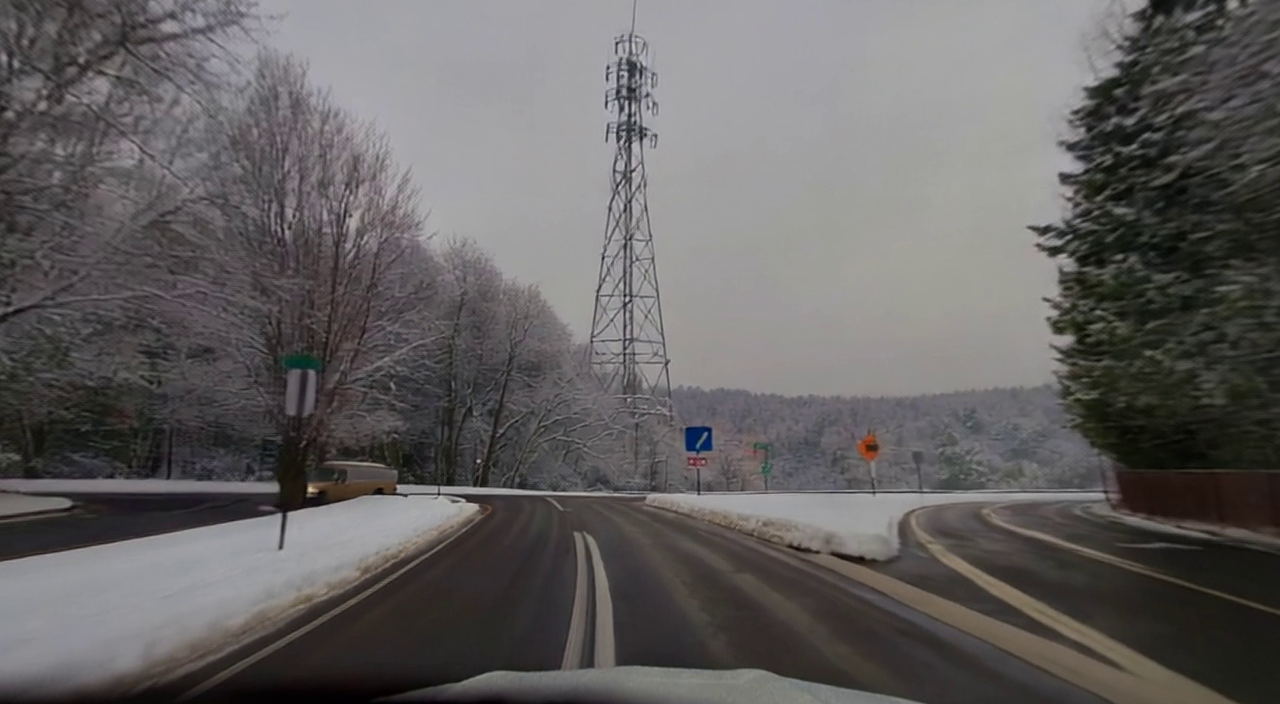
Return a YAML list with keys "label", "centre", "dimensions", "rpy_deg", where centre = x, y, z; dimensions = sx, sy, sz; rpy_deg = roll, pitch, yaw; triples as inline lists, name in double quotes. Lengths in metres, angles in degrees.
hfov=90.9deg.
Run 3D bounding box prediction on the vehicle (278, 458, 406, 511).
- label: "vehicle"
  centre: [-10.085, 4.498, 21.692]
  dimensions: [1.889, 1.583, 3.992]
  rpy_deg: [-1, -11, 11]
